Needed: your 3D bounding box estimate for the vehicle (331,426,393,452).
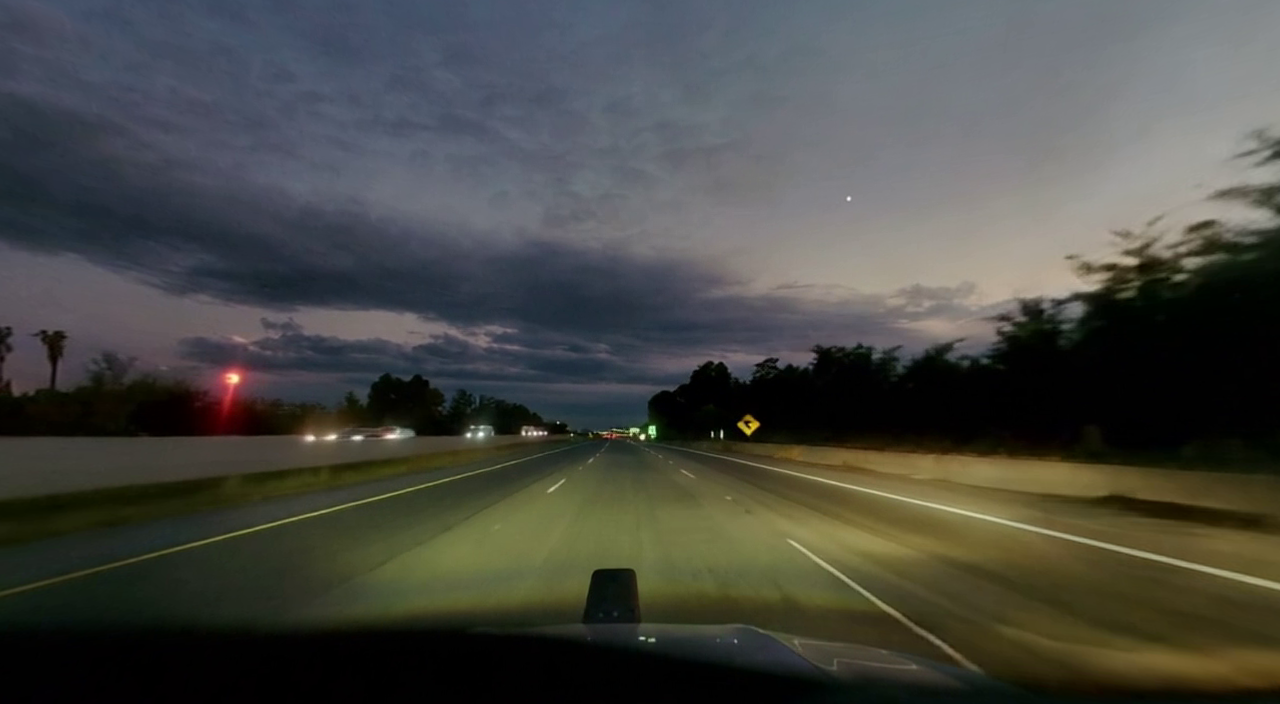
[{"bbox_3d":[-16.734,5.280,38.180,1.925,1.439,4.123,0,-8,-1],"label":"vehicle"}]
